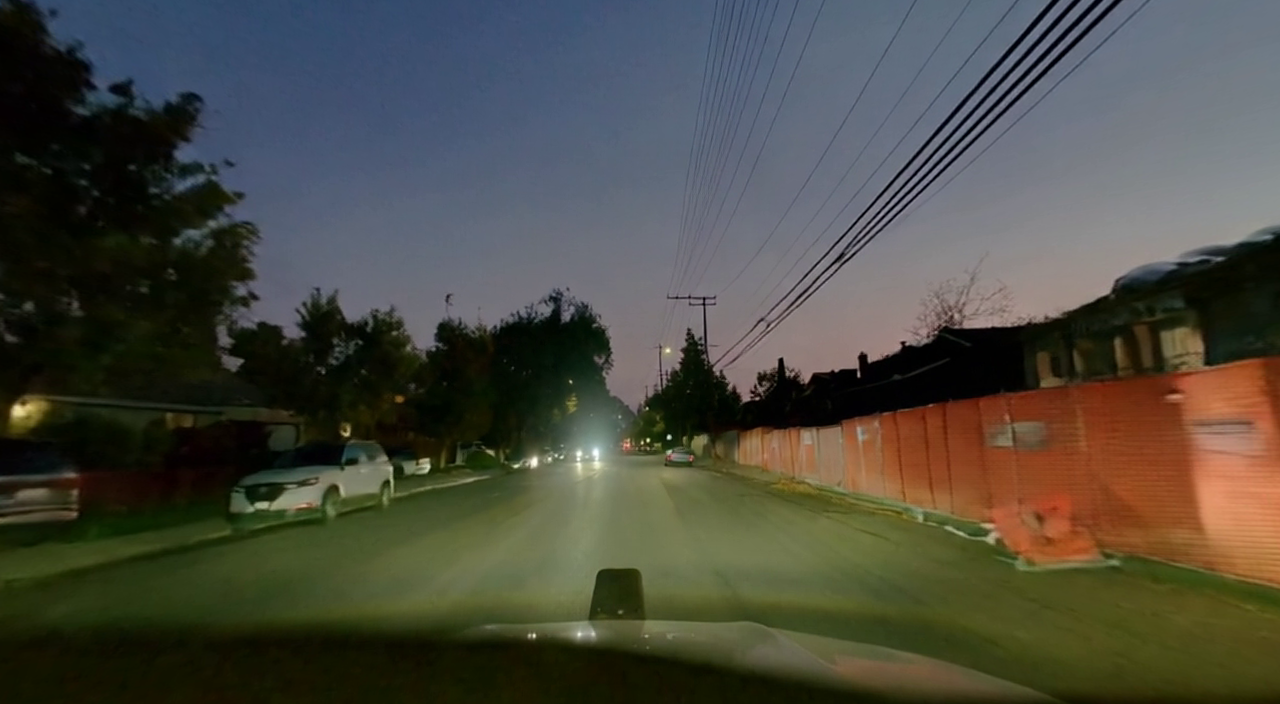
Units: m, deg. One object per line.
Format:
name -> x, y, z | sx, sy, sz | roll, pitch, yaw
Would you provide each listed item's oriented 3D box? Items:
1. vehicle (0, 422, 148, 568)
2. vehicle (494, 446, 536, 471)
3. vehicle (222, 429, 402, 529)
vehicle -> -10.506, 1.997, 9.188 | 4.872, 1.844, 2.095 | 0, -8, 0
vehicle -> -8.271, 7.075, 42.238 | 2.041, 1.480, 4.474 | -2, -9, -2
vehicle -> -6.884, 2.698, 13.847 | 1.932, 1.743, 4.079 | -2, -9, -3
